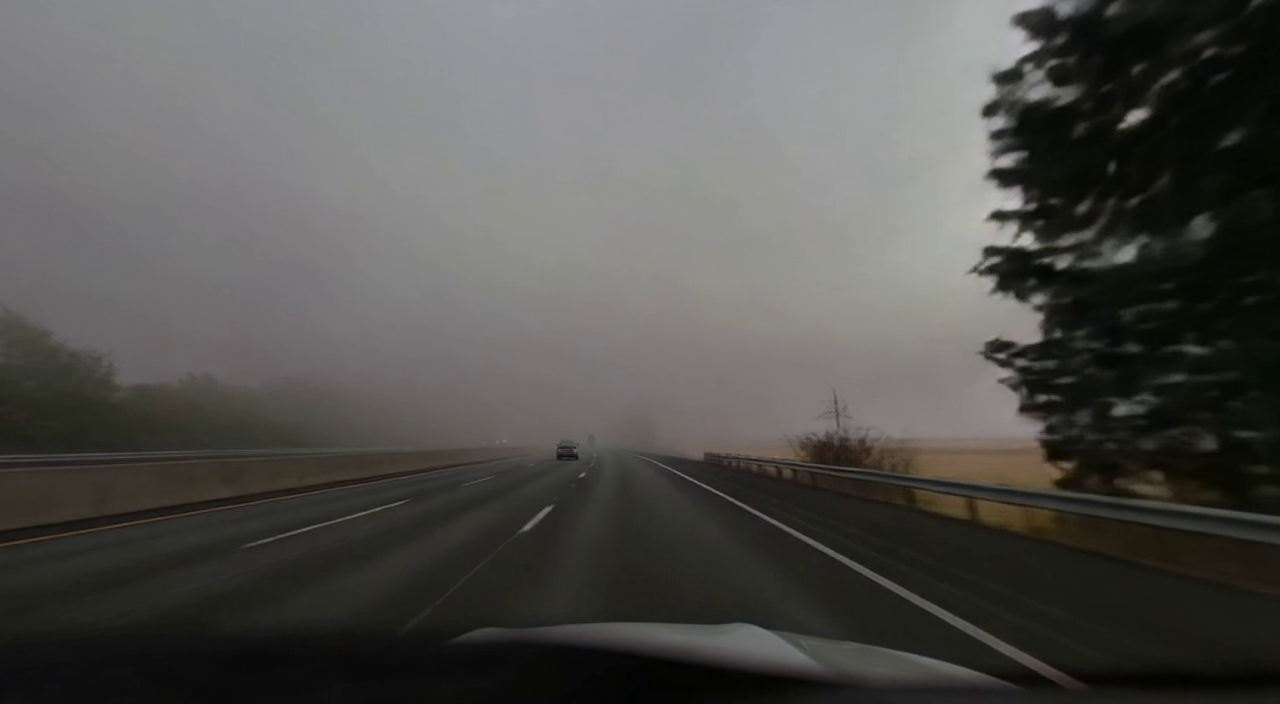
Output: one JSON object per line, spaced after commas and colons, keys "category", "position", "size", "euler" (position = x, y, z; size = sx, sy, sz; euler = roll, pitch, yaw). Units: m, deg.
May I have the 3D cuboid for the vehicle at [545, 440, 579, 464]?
{"category": "vehicle", "position": [-5.305, 6.873, 43.373], "size": [2.053, 1.549, 4.097], "euler": [0, -8, -3]}
